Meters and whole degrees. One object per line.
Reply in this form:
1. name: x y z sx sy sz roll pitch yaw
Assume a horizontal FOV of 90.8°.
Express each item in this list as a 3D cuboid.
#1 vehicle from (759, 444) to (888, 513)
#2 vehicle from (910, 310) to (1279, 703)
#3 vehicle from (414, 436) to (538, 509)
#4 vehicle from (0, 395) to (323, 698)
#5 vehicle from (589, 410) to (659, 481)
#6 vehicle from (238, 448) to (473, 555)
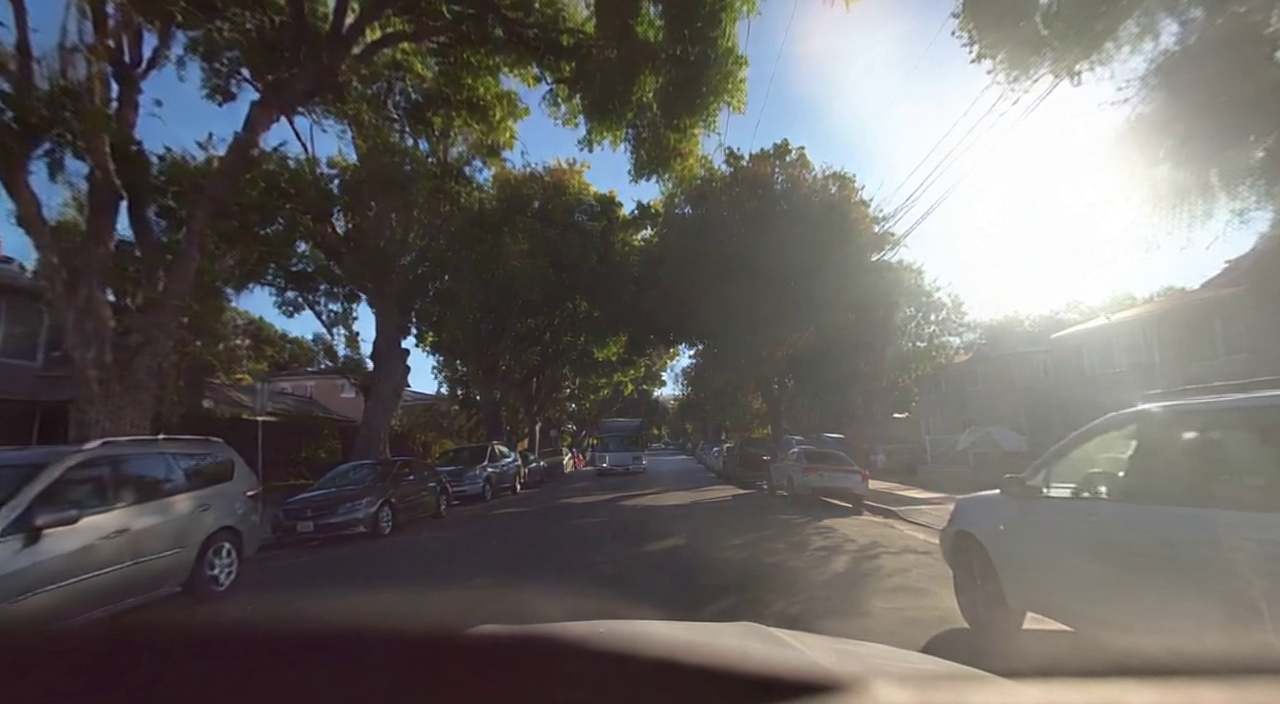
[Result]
1. vehicle: 4.358 3.044 15.783 1.813 1.468 4.267 0 -8 -2
2. vehicle: 3.541 0.931 3.285 2.182 1.900 4.779 0 -8 1
3. vehicle: -4.527 3.397 18.461 2.002 1.781 5.380 0 -8 2
4. vehicle: -4.982 1.373 5.132 2.203 1.815 4.972 0 -8 0
5. vehicle: -0.552 4.311 29.201 2.716 2.887 6.781 -1 -8 3
6. vehicle: -4.674 2.477 11.377 1.861 1.474 4.749 0 -8 3
